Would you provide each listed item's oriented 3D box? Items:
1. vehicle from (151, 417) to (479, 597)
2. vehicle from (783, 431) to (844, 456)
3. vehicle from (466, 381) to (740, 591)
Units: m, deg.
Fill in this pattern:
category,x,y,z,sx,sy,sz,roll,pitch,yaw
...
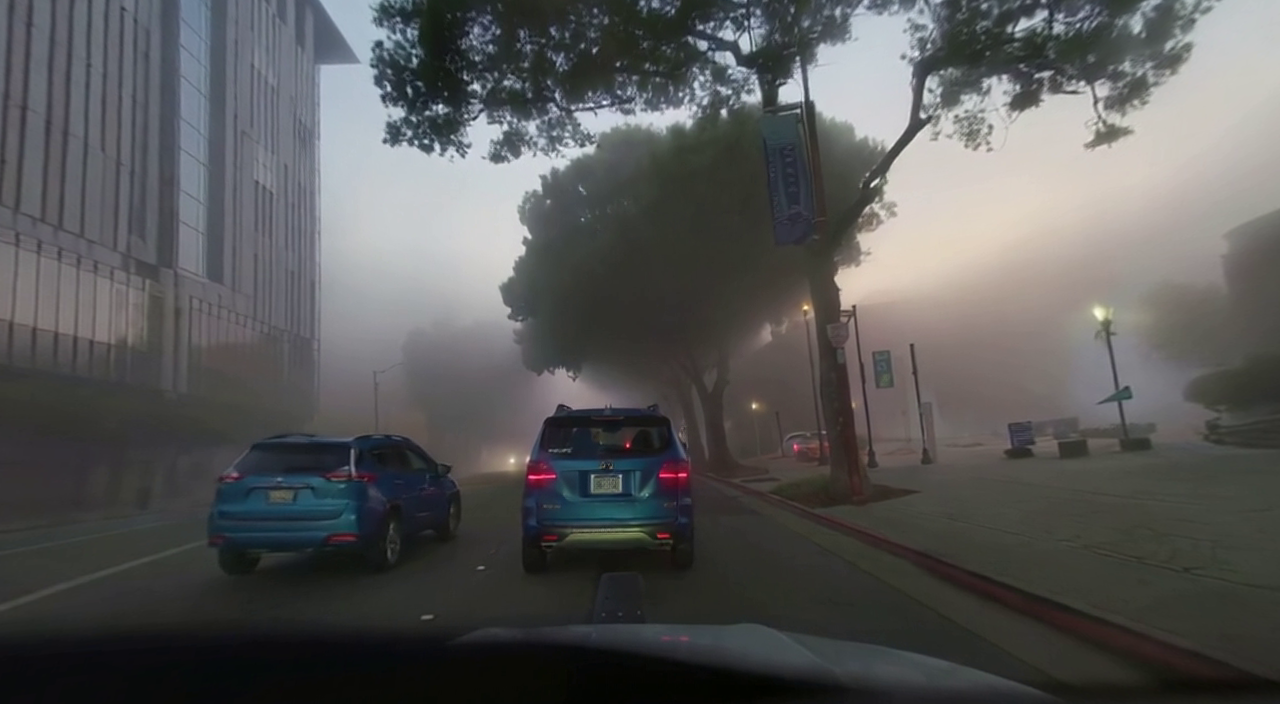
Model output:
category,x,y,z,sx,sy,sz,roll,pitch,yaw
vehicle,-3.620,1.779,8.211,1.971,1.658,4.428,0,-8,-1
vehicle,10.551,5.519,38.261,1.877,1.416,3.965,-8,-11,42
vehicle,-0.414,1.559,8.146,2.531,1.930,4.382,0,-8,-2
